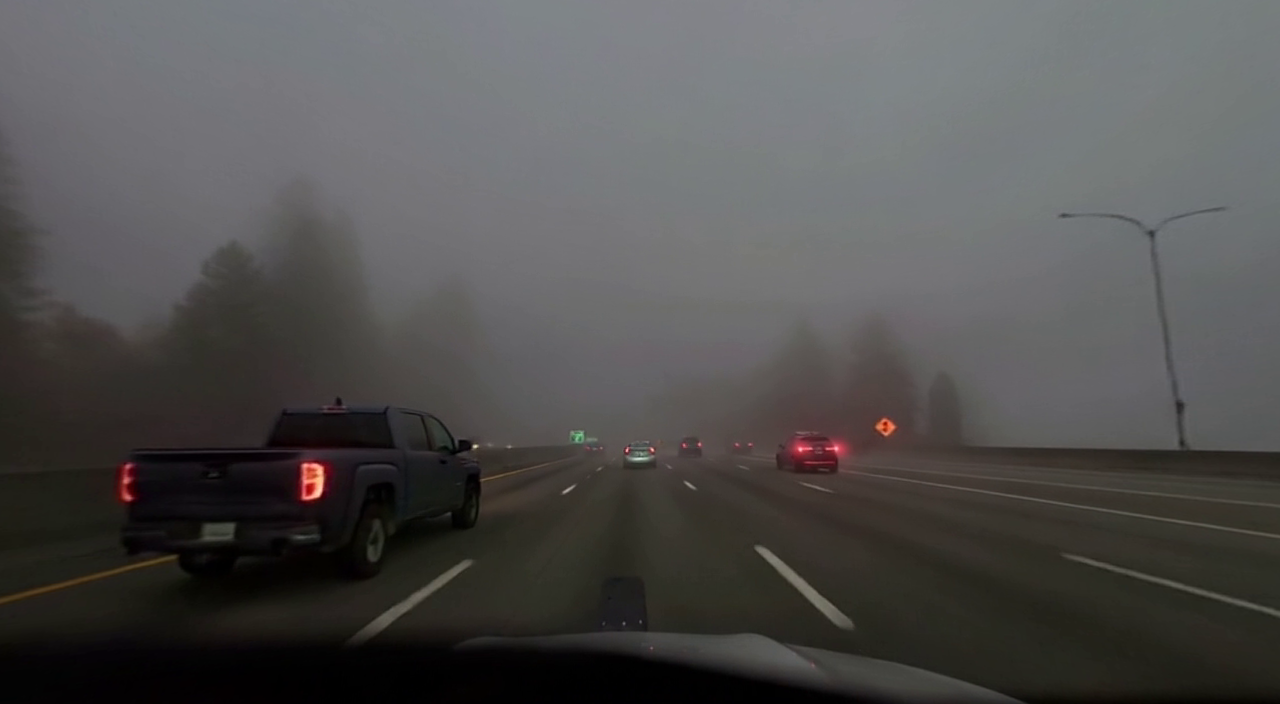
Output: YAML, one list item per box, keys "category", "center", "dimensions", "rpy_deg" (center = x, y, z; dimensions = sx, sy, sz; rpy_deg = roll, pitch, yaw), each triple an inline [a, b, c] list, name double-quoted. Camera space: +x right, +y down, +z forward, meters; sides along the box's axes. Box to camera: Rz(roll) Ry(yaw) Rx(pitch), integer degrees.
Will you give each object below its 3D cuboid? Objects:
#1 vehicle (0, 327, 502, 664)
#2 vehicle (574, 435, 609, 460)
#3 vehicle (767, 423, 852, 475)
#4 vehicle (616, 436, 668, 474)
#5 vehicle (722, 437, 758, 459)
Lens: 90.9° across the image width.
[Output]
- category: "vehicle"
  center: [-3.423, 1.249, 6.667]
  dimensions: [2.487, 1.979, 5.742]
  rpy_deg: [0, -8, 2]
- category: "vehicle"
  center: [-3.396, 6.778, 44.867]
  dimensions: [2.140, 1.720, 4.410]
  rpy_deg: [0, -8, 0]
- category: "vehicle"
  center: [6.885, 4.012, 26.285]
  dimensions: [2.094, 1.916, 5.099]
  rpy_deg: [0, -8, 0]
- category: "vehicle"
  center: [0.087, 4.380, 27.046]
  dimensions: [2.071, 1.464, 4.162]
  rpy_deg: [0, -8, 0]
- category: "vehicle"
  center: [7.229, 6.993, 45.951]
  dimensions: [1.894, 1.511, 4.148]
  rpy_deg: [0, -8, -1]
